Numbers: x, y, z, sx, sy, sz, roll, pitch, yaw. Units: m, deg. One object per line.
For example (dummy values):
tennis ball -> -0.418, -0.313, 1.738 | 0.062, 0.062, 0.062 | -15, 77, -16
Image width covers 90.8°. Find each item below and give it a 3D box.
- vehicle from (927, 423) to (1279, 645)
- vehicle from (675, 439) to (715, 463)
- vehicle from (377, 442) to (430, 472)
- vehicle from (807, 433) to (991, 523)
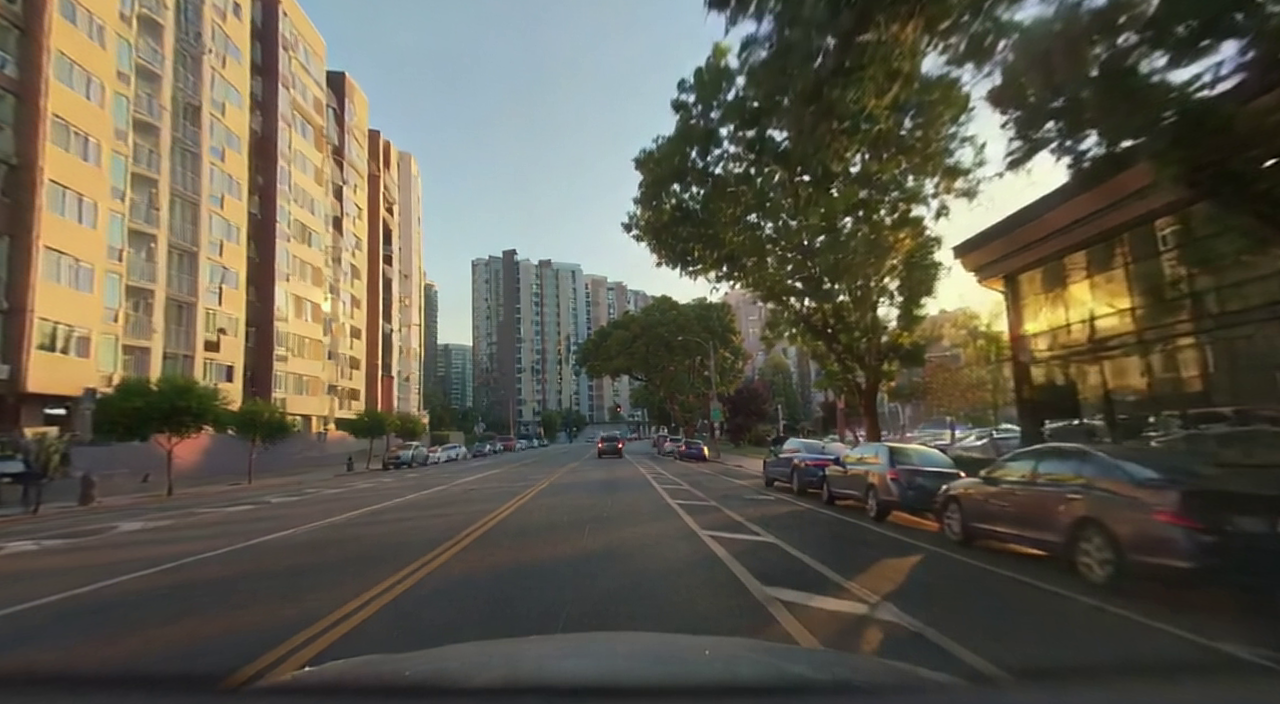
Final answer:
vehicle -> 5.122, 1.574, 6.674 | 2.049, 1.507, 4.585 | 0, -8, 0
vehicle -> 3.546, 6.483, 41.657 | 2.085, 1.466, 4.276 | 0, -8, -3
vehicle -> -14.400, 6.367, 38.705 | 1.908, 1.694, 4.306 | 1, -8, -5
vehicle -> 4.866, 2.390, 12.616 | 1.797, 1.486, 4.154 | 0, -8, -2
